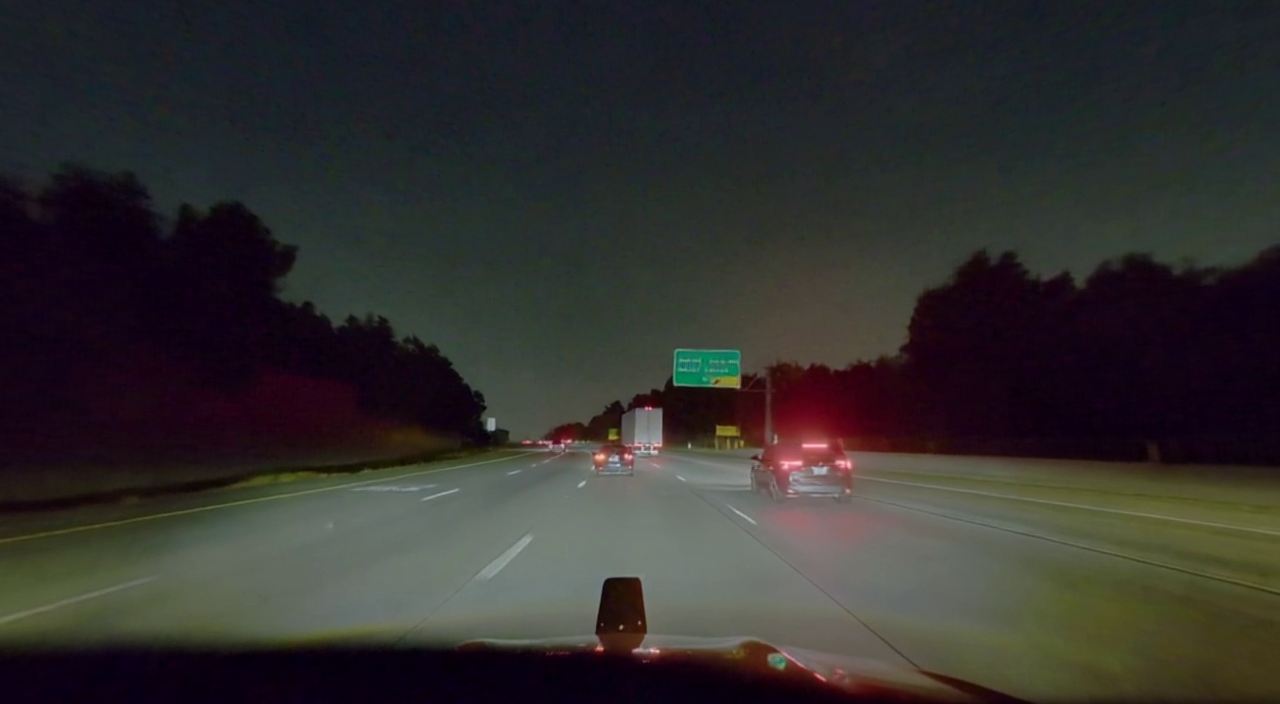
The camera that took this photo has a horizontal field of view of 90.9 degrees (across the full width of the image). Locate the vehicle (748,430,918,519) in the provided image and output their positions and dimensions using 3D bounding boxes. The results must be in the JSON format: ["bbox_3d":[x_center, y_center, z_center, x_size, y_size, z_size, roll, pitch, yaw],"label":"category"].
[{"bbox_3d":[3.664,2.406,12.914,1.971,1.472,4.301,0,-9,-2],"label":"vehicle"}]

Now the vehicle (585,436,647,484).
[{"bbox_3d":[-0.874,3.861,22.779,2.020,1.516,3.951,0,-9,-2],"label":"vehicle"}]

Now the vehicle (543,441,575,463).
[{"bbox_3d":[-5.738,7.124,45.053,2.072,1.512,4.043,0,-9,-4],"label":"vehicle"}]
